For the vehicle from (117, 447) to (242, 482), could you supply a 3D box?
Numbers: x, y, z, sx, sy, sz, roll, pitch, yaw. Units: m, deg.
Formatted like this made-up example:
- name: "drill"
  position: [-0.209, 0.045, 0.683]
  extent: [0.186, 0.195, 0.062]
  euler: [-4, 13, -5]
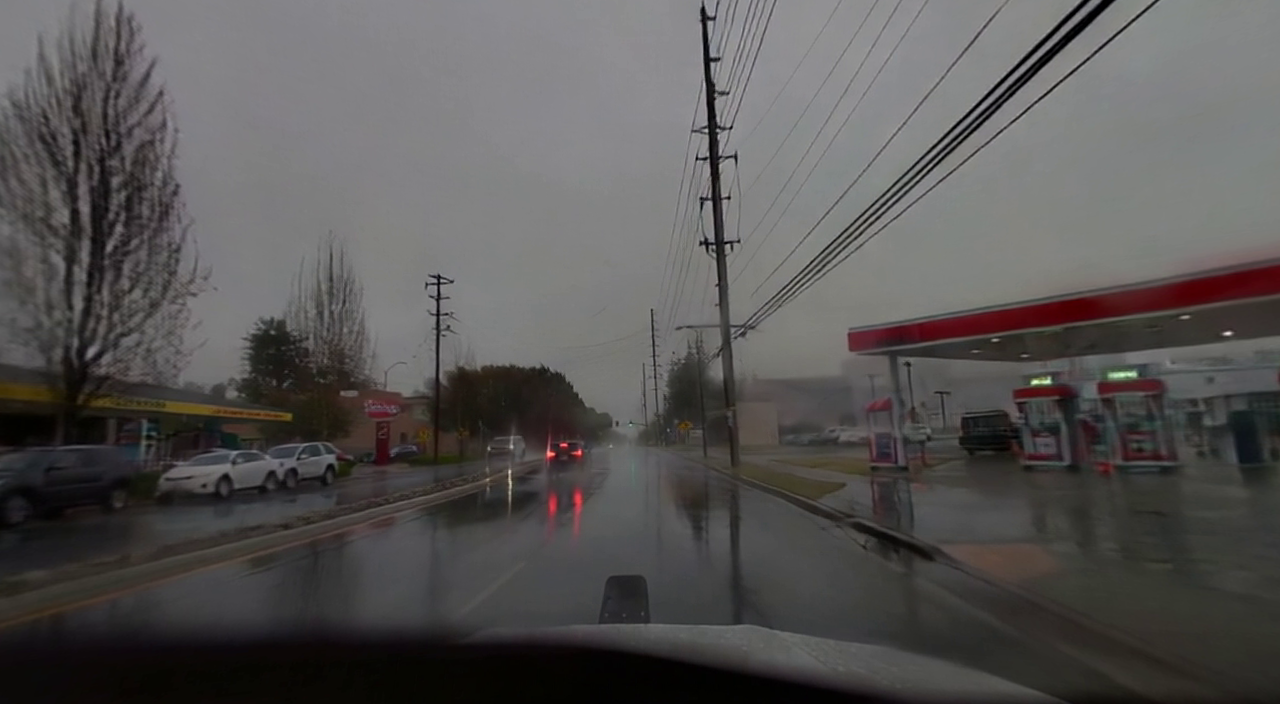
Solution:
- name: "vehicle"
  position: [-23.785, 5.805, 32.757]
  extent: [4.687, 1.696, 2.269]
  euler: [0, -8, 0]

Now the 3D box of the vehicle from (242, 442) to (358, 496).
- name: "vehicle"
  position: [-15.035, 5.141, 28.287]
  extent: [2.353, 2.144, 4.847]
  euler: [-1, -8, 2]

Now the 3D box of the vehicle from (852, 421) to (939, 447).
- name: "vehicle"
  position: [17.173, 5.532, 42.532]
  extent: [4.943, 1.646, 2.072]
  euler: [0, -8, -2]

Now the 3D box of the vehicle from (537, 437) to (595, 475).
- name: "vehicle"
  position: [-3.119, 4.462, 27.309]
  extent: [2.073, 1.525, 3.968]
  euler: [0, -8, -1]

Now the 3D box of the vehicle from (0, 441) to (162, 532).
- name: "vehicle"
  position: [-16.016, 3.488, 17.084]
  extent: [2.336, 2.092, 4.625]
  euler: [0, -8, 1]

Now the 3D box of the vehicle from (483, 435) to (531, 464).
- name: "vehicle"
  position: [-10.190, 7.510, 48.779]
  extent: [2.437, 2.069, 5.159]
  euler: [-1, -8, 2]
